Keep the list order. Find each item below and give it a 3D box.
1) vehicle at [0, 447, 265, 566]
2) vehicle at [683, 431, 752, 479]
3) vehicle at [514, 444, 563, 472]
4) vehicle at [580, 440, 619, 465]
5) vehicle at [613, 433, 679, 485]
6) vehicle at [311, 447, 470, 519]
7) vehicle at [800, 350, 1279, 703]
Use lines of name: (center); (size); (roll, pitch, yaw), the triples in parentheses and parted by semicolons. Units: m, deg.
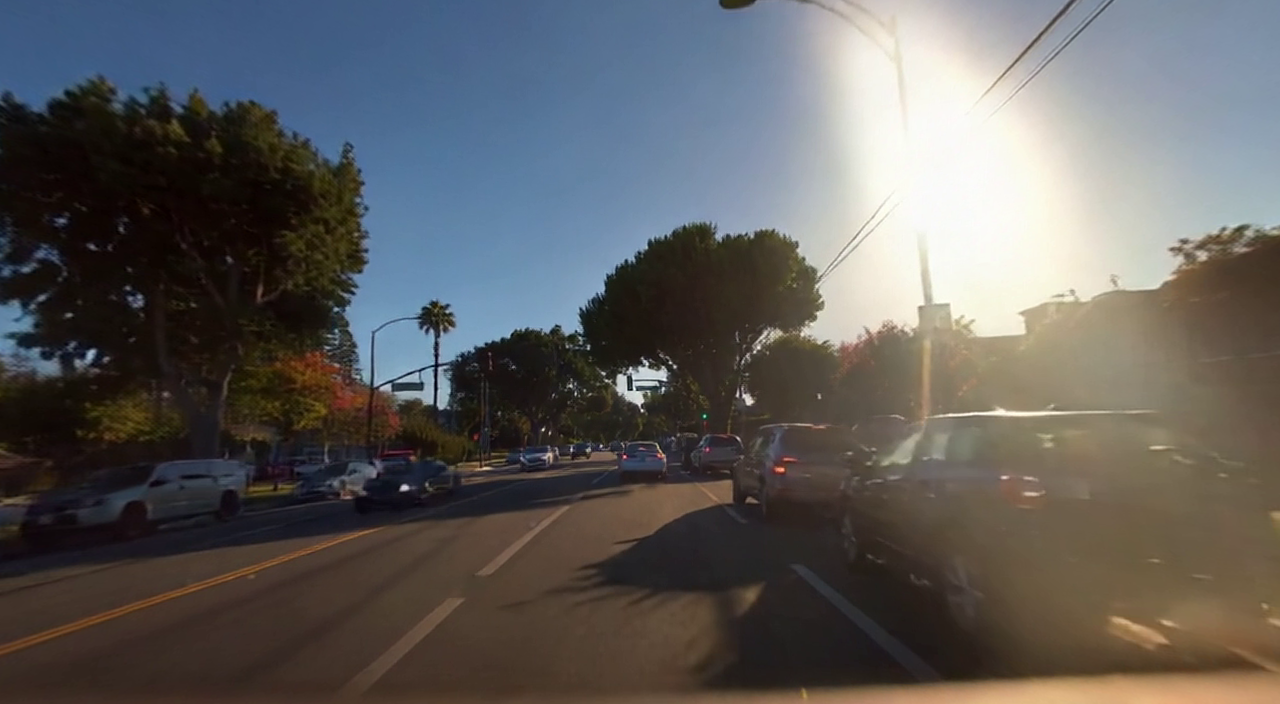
vehicle: (-11.902, 3.468, 15.211); (2.264, 2.010, 5.742); (-5, -7, 0)
vehicle: (2.973, 4.073, 25.236); (2.060, 1.733, 4.639); (0, -8, -2)
vehicle: (-5.855, 6.198, 37.129); (1.981, 1.498, 4.701); (0, -8, 2)
vehicle: (-2.557, 6.504, 40.904); (2.117, 1.528, 4.277); (0, -8, 1)
vehicle: (0.182, 3.627, 21.664); (2.041, 1.575, 4.304); (0, -8, 0)
vehicle: (-5.901, 3.116, 15.704); (1.987, 1.478, 4.693); (0, -8, 1)
vehicle: (2.783, 1.155, 4.768); (1.974, 1.696, 4.461); (0, -8, 0)
